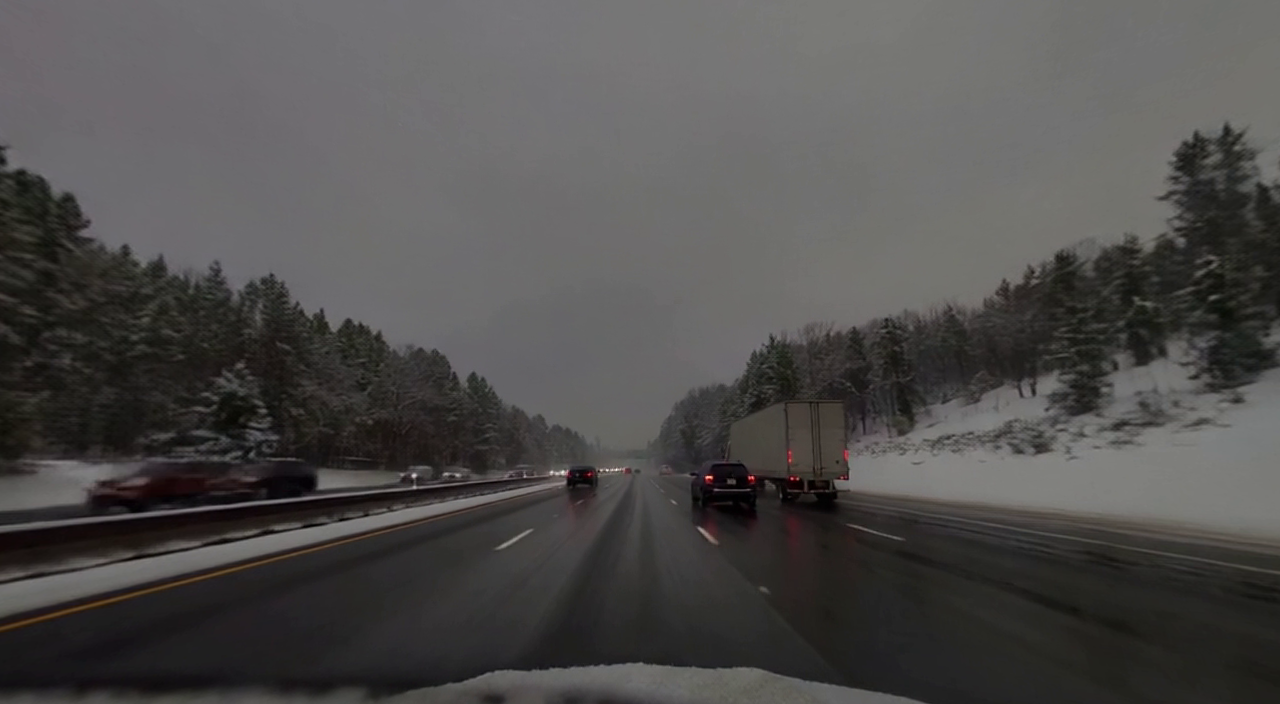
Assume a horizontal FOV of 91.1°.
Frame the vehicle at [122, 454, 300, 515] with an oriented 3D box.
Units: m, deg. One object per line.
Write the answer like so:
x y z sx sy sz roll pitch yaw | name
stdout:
-11.410 3.551 17.147 1.827 1.412 4.194 1 -10 1 | vehicle

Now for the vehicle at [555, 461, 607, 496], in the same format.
-2.758 6.105 30.480 2.025 1.547 4.150 1 -10 1 | vehicle

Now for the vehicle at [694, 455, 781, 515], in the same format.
3.026 4.292 20.586 2.050 1.708 4.457 1 -10 -1 | vehicle

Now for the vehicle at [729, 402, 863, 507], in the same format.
7.449 5.611 33.697 2.883 4.151 17.144 1 -10 0 | vehicle
